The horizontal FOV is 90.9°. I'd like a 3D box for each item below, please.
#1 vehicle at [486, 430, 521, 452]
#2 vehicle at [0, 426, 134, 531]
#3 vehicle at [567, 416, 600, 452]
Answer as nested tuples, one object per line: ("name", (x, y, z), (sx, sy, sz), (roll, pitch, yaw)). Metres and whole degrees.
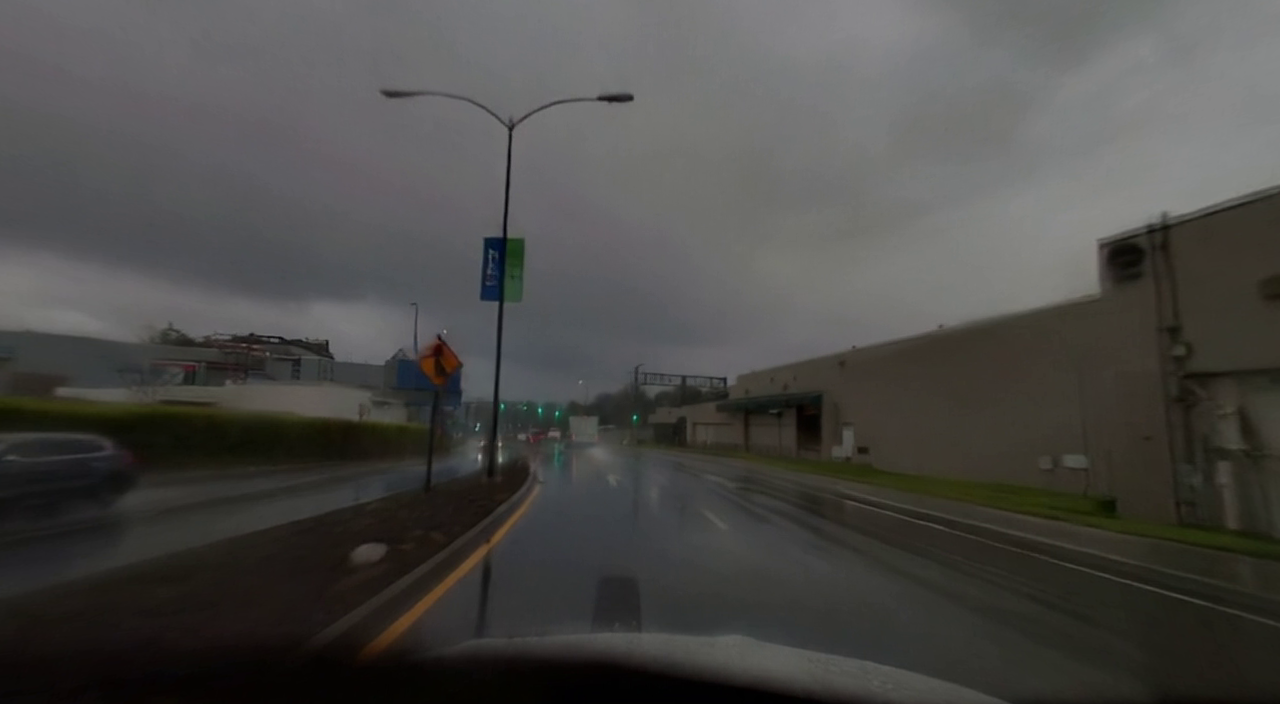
("vehicle", (-10.397, 6.842, 48.311), (2.120, 1.610, 3.917), (1, -8, -5))
("vehicle", (-10.297, 1.900, 9.618), (1.897, 1.515, 3.986), (0, -8, -2))
("vehicle", (-4.527, 6.496, 49.815), (2.276, 2.706, 5.232), (1, -8, -8))
